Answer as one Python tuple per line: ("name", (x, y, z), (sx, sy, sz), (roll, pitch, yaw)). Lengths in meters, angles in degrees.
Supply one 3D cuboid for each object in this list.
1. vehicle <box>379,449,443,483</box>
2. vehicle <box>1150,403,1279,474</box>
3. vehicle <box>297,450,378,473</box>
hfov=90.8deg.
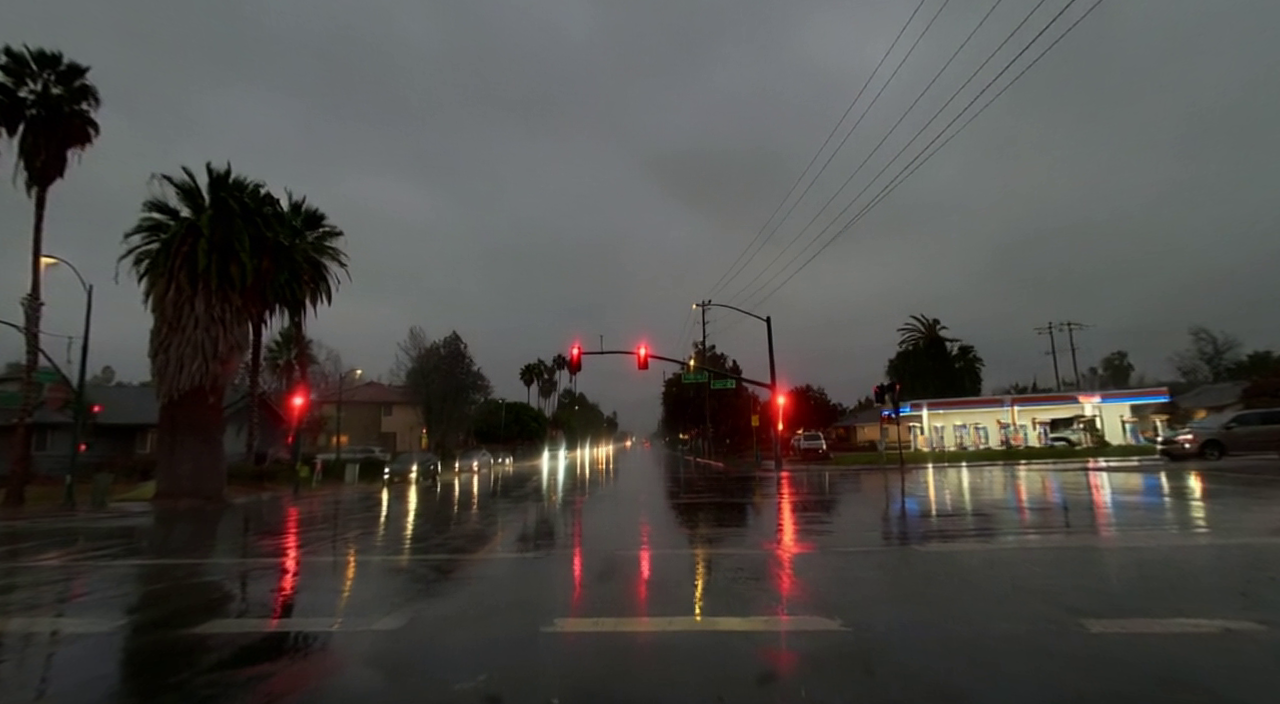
("vehicle", (-13.031, 6.473, 36.252), (2.009, 1.777, 4.559), (0, -9, -1))
("vehicle", (17.509, 2.407, 17.539), (5.086, 1.817, 1.952), (0, -9, -5))
("vehicle", (-20.922, 7.586, 43.863), (4.672, 1.469, 1.816), (0, -9, -2))
